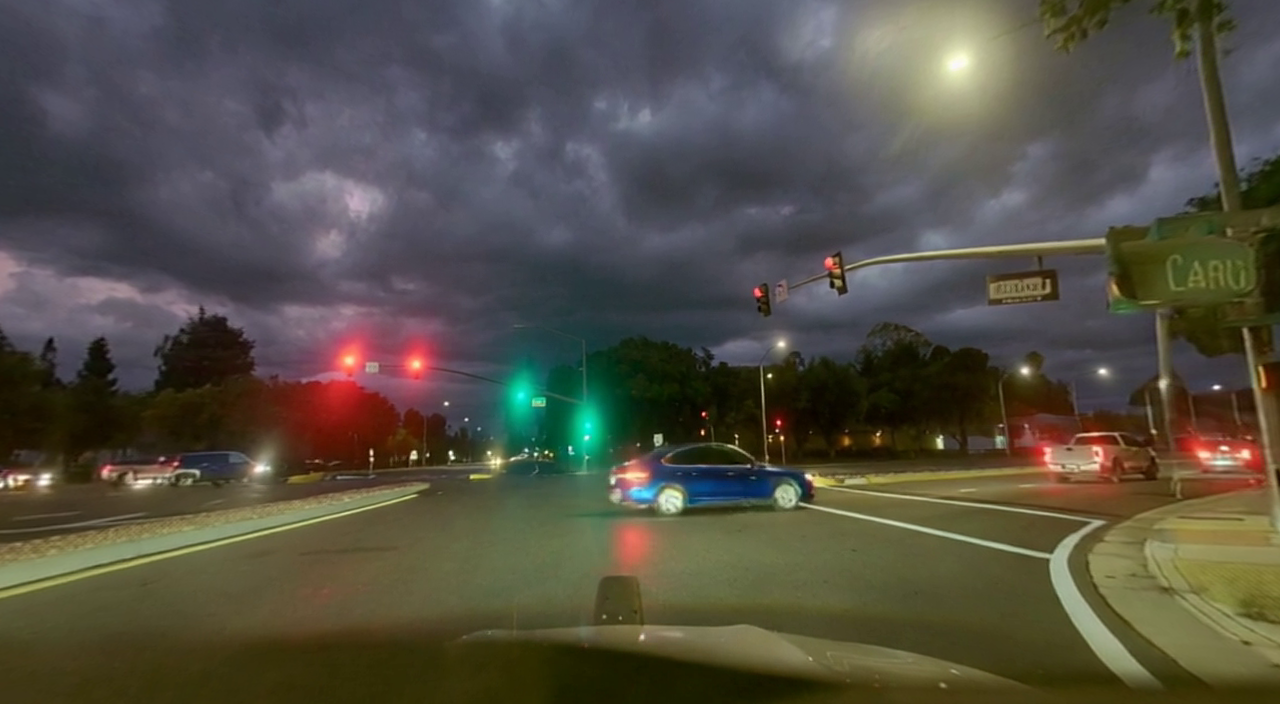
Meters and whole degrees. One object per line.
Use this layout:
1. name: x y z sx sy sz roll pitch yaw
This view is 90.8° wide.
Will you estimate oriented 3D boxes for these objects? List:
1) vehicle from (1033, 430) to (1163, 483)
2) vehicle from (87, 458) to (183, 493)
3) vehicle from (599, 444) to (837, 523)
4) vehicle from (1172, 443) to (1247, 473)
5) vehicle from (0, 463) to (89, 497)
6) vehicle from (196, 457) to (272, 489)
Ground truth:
1. vehicle: 18.675 4.191 25.677 5.896 1.937 2.358 6 -11 -35
2. vehicle: -26.723 6.514 33.655 2.081 1.670 4.376 1 -9 -11
3. vehicle: 1.615 2.758 13.746 4.702 1.468 1.999 2 -9 -14
4. vehicle: 29.573 5.450 32.737 4.728 1.471 1.957 6 -11 -38
5. vehicle: -30.054 6.317 31.356 1.965 1.448 4.553 1 -9 -11
6. vehicle: -23.362 6.935 36.562 2.020 1.615 4.656 1 -9 -11
